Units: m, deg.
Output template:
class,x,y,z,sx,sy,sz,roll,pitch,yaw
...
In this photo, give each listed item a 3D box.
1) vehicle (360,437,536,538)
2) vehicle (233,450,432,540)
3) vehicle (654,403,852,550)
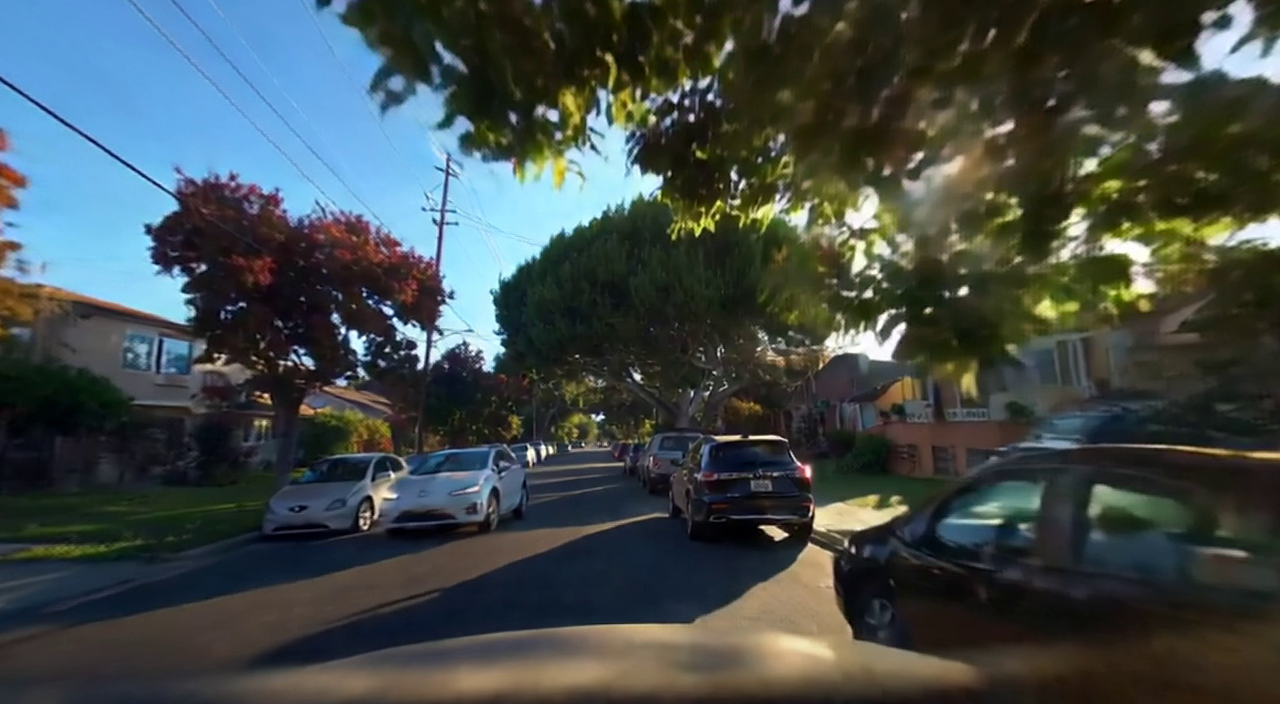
class,x,y,z,sx,sy,sz,roll,pitch,yaw
vehicle,-3.345,2.440,12.195,2.060,1.525,4.876,0,-8,-2
vehicle,-5.852,2.716,12.713,1.932,1.431,4.198,0,-8,-1
vehicle,1.489,1.898,10.351,2.032,1.839,4.597,0,-8,-5
